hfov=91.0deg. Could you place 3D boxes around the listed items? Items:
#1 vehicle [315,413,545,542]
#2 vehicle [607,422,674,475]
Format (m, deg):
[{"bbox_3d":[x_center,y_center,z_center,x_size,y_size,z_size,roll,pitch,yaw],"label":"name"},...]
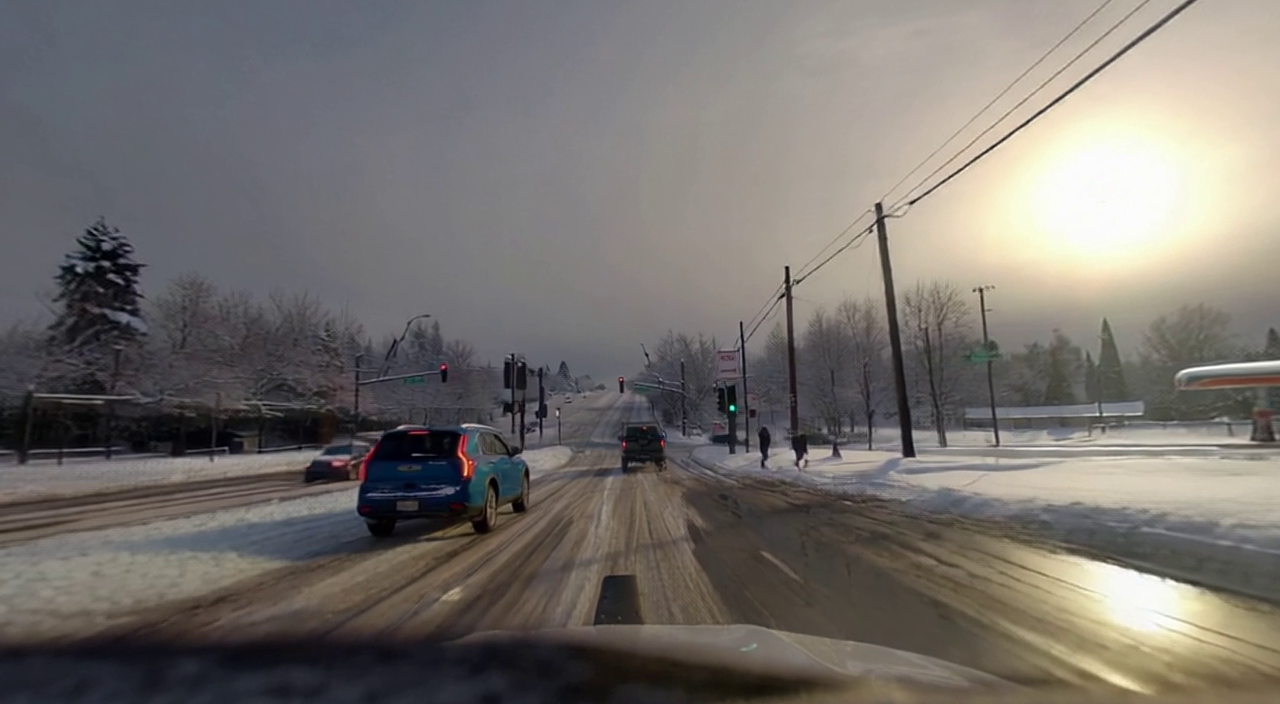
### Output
[{"bbox_3d":[-3.233,2.075,11.062,2.247,1.734,4.919,0,-8,1],"label":"vehicle"},{"bbox_3d":[-0.065,4.099,26.914,2.552,1.999,5.498,0,-8,-2],"label":"vehicle"}]
